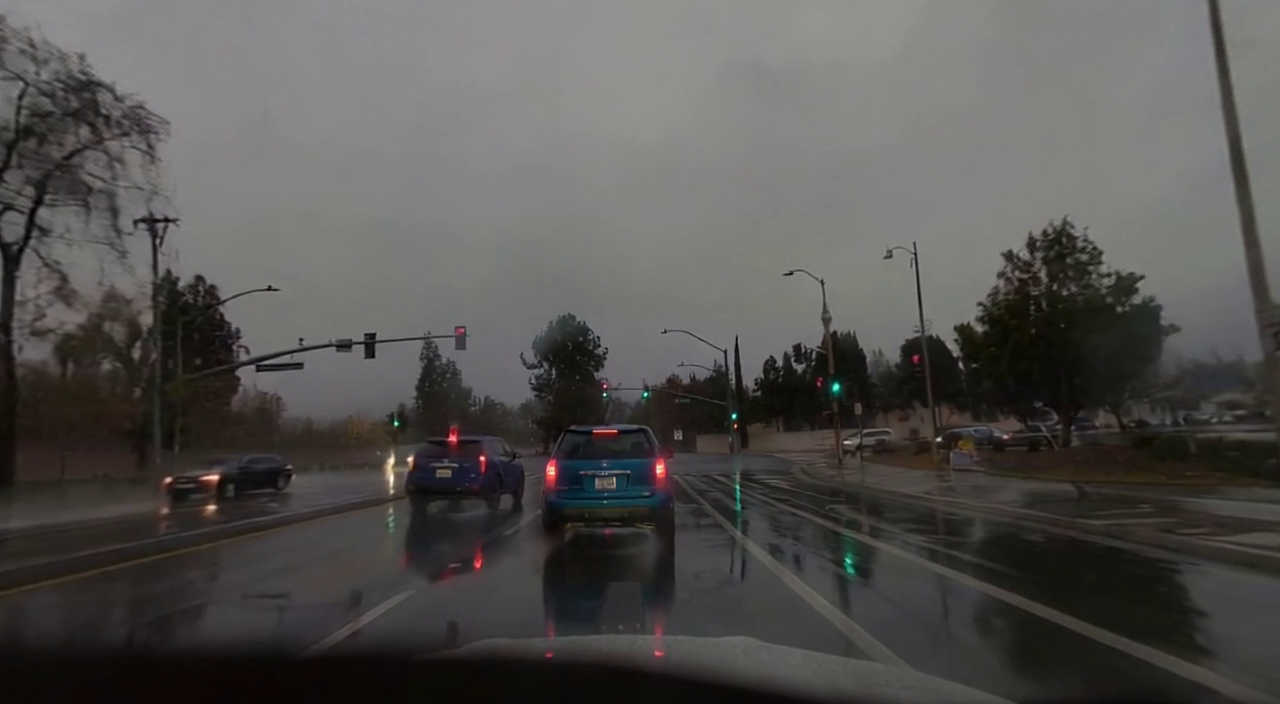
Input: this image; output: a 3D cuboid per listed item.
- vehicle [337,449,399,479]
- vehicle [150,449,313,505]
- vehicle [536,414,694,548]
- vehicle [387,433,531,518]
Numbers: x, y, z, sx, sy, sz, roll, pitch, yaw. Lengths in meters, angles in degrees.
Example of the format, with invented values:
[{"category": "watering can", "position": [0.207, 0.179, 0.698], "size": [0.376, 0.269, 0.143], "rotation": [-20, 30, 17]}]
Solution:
[{"category": "vehicle", "position": [-16.266, 6.680, 38.017], "size": [1.932, 1.673, 4.216], "rotation": [0, -8, -1]}, {"category": "vehicle", "position": [-12.386, 3.769, 19.615], "size": [1.935, 1.488, 4.611], "rotation": [0, -8, 0]}, {"category": "vehicle", "position": [-0.342, 2.111, 11.104], "size": [2.131, 1.793, 5.016], "rotation": [0, -8, 0]}, {"category": "vehicle", "position": [-3.996, 2.787, 14.845], "size": [2.009, 1.673, 4.454], "rotation": [0, -8, 0]}]
